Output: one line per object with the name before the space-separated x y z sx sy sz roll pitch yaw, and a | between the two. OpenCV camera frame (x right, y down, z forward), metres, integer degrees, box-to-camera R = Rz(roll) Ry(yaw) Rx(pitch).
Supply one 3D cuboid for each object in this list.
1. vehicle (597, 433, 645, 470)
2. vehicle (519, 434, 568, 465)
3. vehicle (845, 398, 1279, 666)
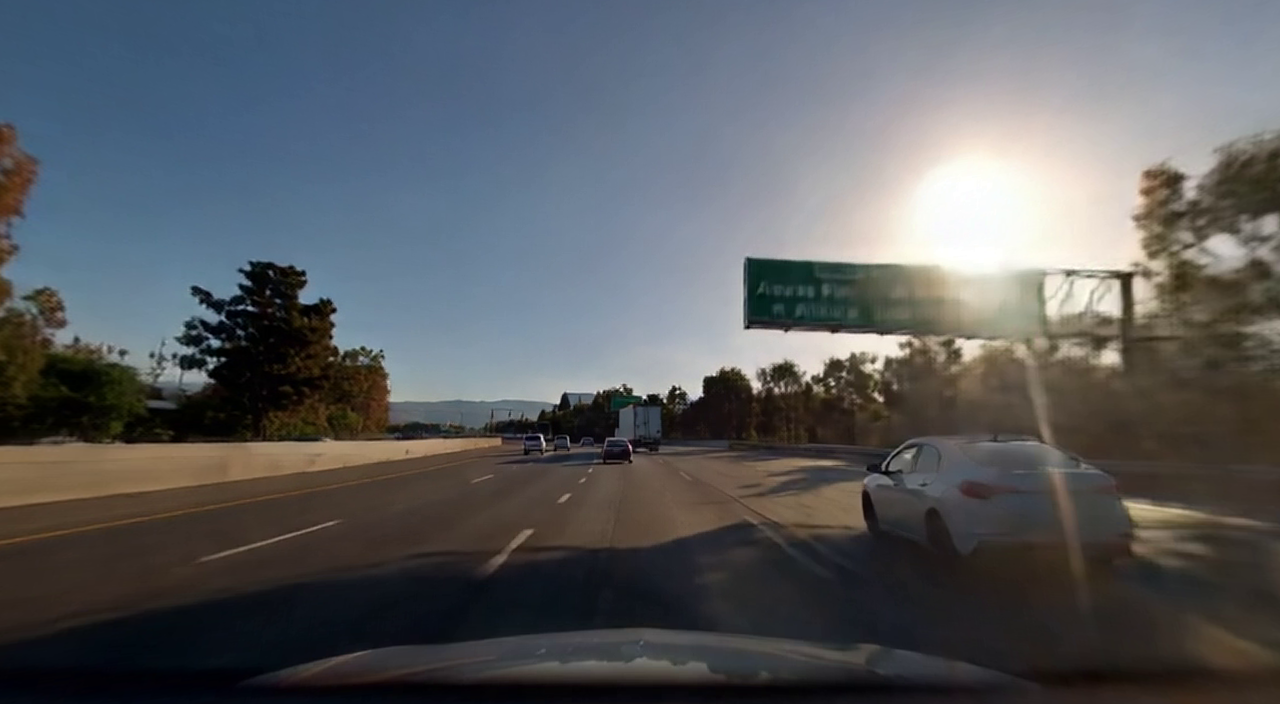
vehicle | -0.849 4.436 28.177 2.020 1.516 3.951 0 -8 -2
vehicle | -5.061 5.175 33.682 2.072 1.512 4.043 0 -8 -2
vehicle | 3.582 1.317 5.718 1.971 1.472 4.301 0 -8 0
